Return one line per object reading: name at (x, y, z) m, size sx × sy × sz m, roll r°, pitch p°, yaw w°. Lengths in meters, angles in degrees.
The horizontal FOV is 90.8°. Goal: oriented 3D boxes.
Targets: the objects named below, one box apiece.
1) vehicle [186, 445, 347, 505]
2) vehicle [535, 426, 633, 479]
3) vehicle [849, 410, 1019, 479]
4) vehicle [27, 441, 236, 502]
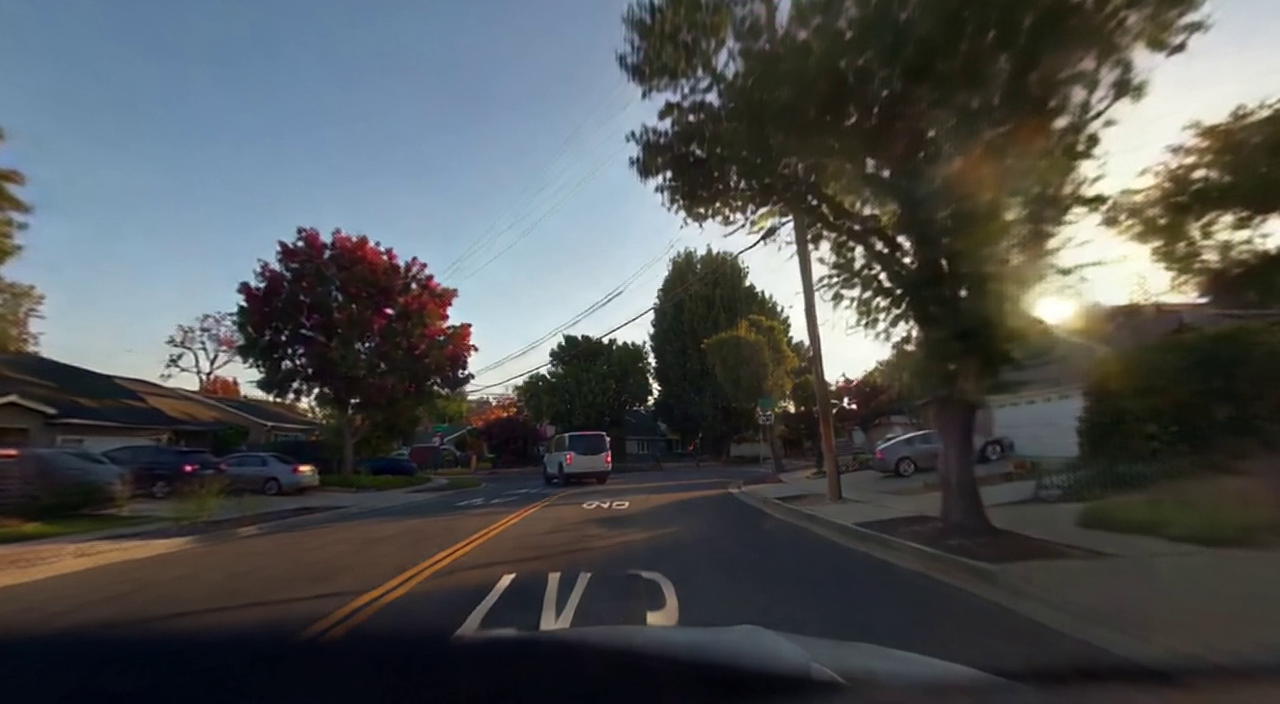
vehicle at (-13.599, 4.568, 23.272) m, size 4.550 × 1.655 × 2.143 m, roll -5°, pitch -15°, yaw -1°
vehicle at (-3.741, 6.374, 40.366) m, size 2.929 × 3.058 × 7.559 m, roll 6°, pitch -10°, yaw -34°
vehicle at (9.962, 3.196, 21.734) m, size 4.658 × 1.536 × 2.090 m, roll -9°, pitch -10°, yaw 1°
vehicle at (-16.398, 3.856, 20.632) m, size 4.881 × 1.828 × 2.111 m, roll 0°, pitch -9°, yaw -2°
